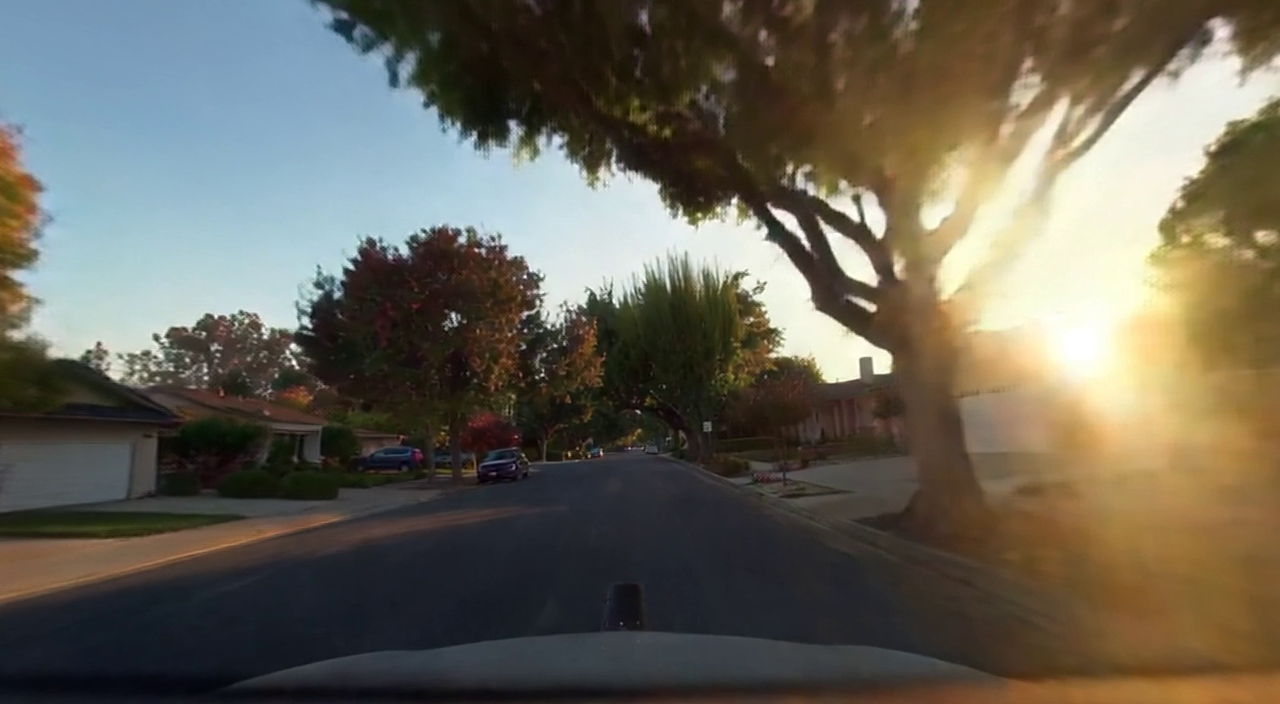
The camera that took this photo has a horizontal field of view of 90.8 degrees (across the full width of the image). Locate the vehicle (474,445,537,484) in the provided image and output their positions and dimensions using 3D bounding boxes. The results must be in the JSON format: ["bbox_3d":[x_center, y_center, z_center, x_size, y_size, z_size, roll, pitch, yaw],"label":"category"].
[{"bbox_3d":[-6.590,5.558,31.570,2.078,1.745,5.119,0,-9,-1],"label":"vehicle"}]
